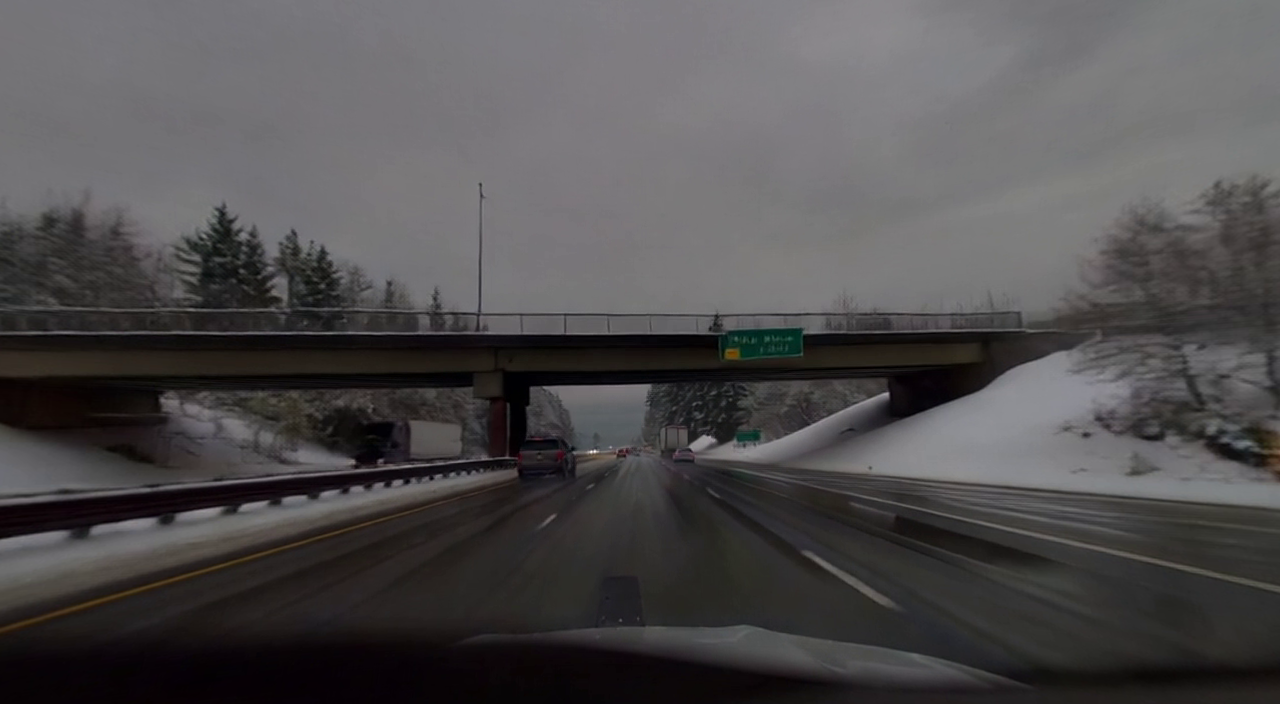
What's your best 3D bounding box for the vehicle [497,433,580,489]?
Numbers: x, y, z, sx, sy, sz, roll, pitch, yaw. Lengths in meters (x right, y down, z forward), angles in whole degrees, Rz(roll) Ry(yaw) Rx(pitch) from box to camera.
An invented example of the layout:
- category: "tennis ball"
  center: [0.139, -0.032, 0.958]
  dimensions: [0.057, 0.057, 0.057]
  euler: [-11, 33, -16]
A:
- category: "vehicle"
  center: [-3.545, 3.915, 22.911]
  dimensions: [2.238, 1.792, 4.518]
  euler: [0, -9, 0]
